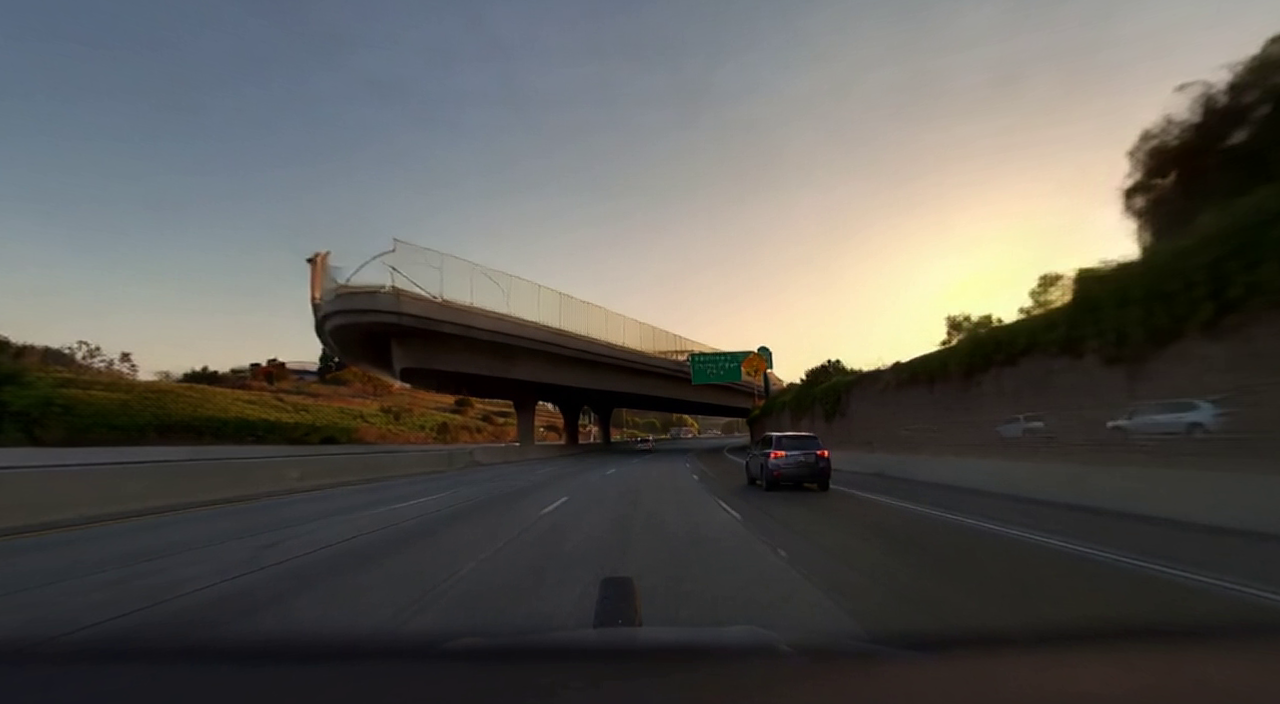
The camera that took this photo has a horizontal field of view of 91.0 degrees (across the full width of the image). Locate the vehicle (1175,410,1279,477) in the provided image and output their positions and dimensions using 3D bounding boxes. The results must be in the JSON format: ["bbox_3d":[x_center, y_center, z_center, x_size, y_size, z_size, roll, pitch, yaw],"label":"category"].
[{"bbox_3d":[19.135,2.756,18.971,2.165,1.867,4.641,-1,-8,5],"label":"vehicle"}]

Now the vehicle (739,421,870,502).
[{"bbox_3d":[3.872,2.670,15.692,2.090,1.715,4.228,0,-8,0],"label":"vehicle"}]

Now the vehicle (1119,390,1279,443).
[{"bbox_3d":[36.431,4.317,40.805,8.026,2.943,2.564,-10,-12,40],"label":"vehicle"}]
